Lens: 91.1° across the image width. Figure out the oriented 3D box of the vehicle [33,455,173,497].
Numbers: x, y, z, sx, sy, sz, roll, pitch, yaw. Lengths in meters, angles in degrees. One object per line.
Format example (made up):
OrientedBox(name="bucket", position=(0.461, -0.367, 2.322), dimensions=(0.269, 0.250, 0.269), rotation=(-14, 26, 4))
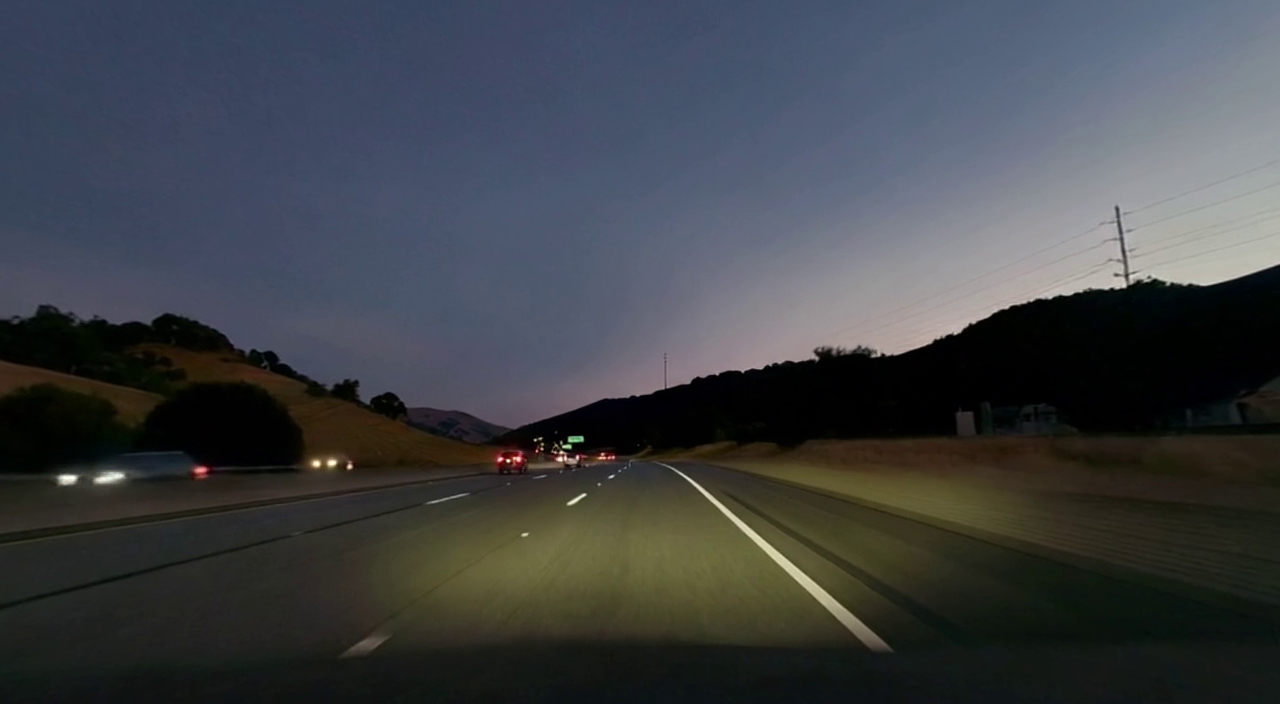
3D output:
OrientedBox(name="vehicle", position=(-20.529, 4.739, 24.246), dimensions=(1.906, 1.402, 3.883), rotation=(0, -9, 1))
